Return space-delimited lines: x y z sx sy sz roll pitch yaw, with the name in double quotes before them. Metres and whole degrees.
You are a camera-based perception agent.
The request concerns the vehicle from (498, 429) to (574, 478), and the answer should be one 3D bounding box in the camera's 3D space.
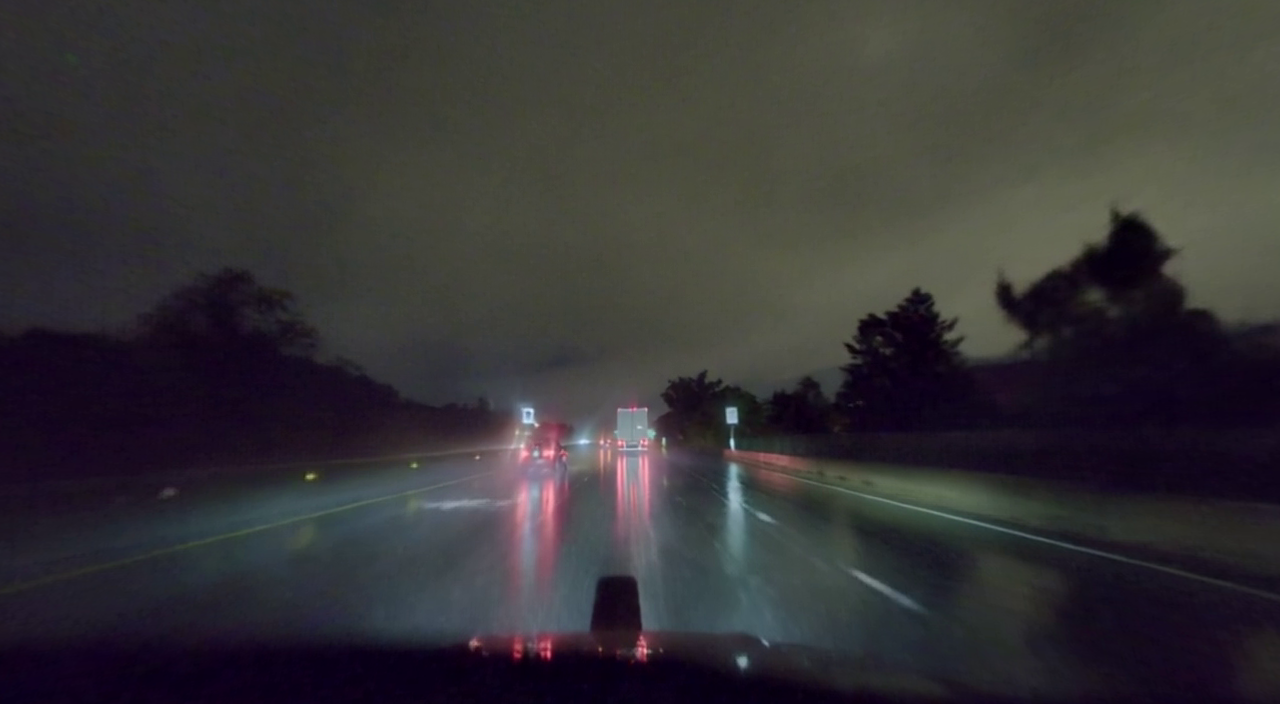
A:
"vehicle" -3.802 3.763 23.847 2.123 1.655 4.688 0 -8 -1
